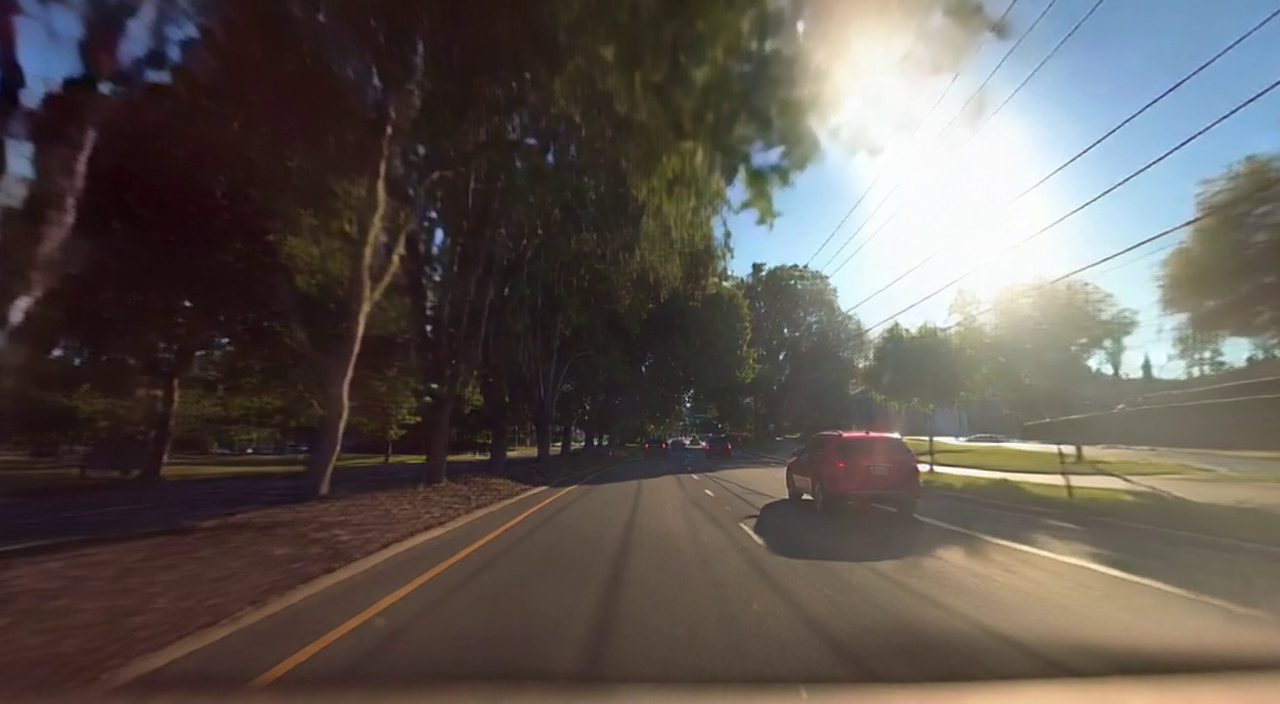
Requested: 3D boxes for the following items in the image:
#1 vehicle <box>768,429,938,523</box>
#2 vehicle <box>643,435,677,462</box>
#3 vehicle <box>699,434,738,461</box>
[{"bbox_3d":[3.939,2.358,12.563,1.881,1.512,4.294,-1,-9,0],"label":"vehicle"},{"bbox_3d":[1.420,6.622,43.451,2.163,1.746,4.073,-1,-9,4],"label":"vehicle"},{"bbox_3d":[5.555,6.856,45.438,2.254,1.840,4.918,-1,-9,1],"label":"vehicle"}]
